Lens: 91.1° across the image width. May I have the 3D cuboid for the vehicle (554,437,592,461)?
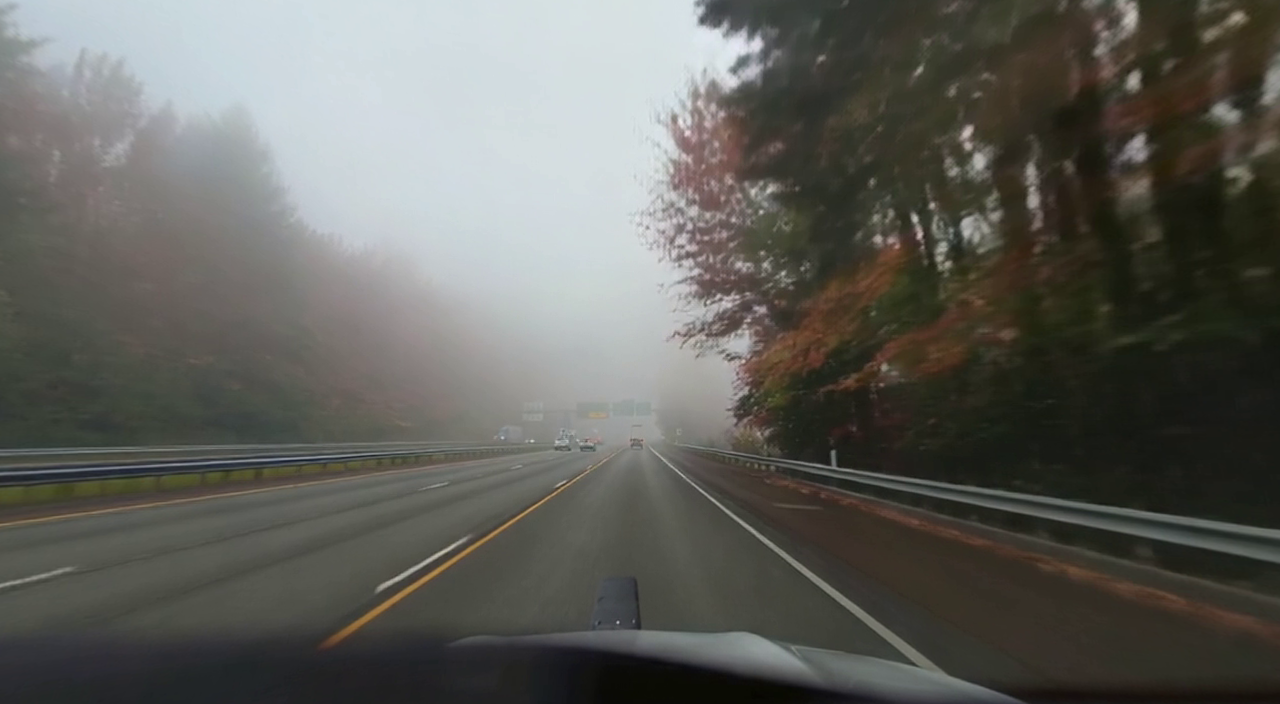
[{"bbox_3d":[-4.415,6.428,42.039,2.004,1.497,4.260,0,-8,1],"label":"vehicle"}]
